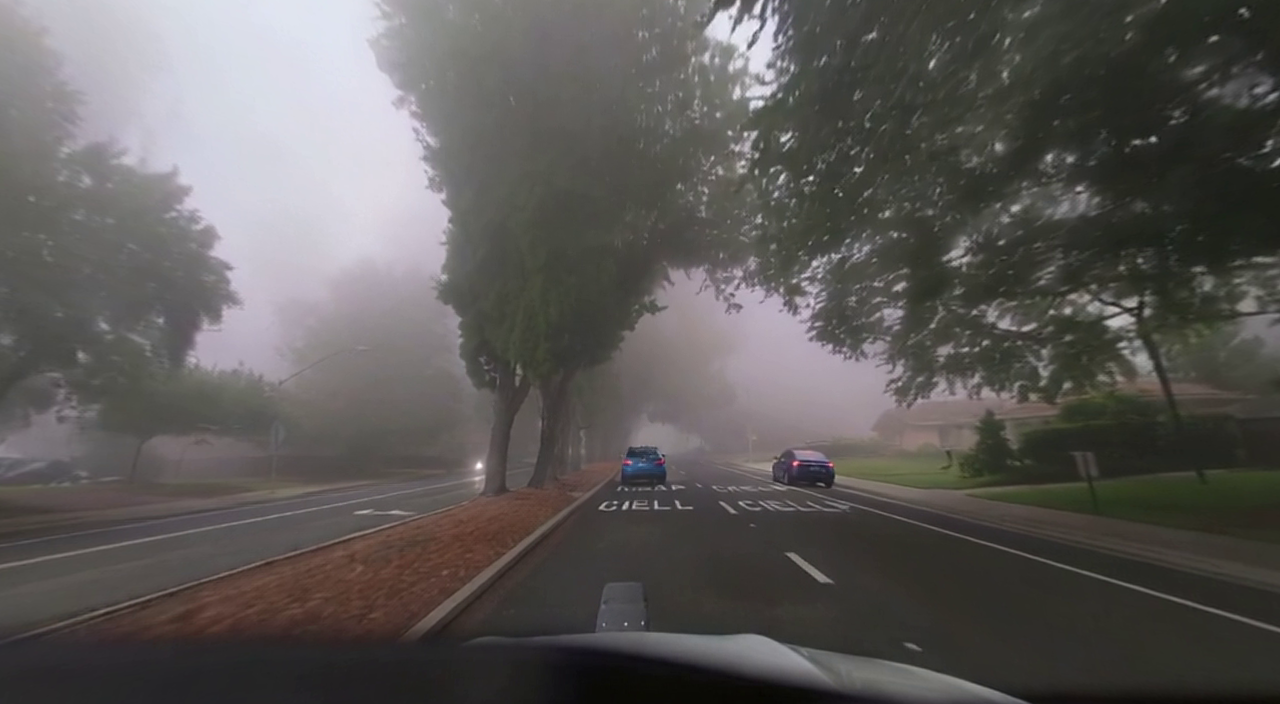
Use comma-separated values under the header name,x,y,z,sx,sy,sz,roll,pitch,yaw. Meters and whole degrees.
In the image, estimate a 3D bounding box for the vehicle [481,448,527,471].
name,x,y,z,sx,sy,sz,roll,pitch,yaw
vehicle,-9.178,7.303,42.919,2.030,1.468,4.469,-1,-9,2

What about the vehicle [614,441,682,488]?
name,x,y,z,sx,sy,sz,roll,pitch,yaw
vehicle,0.257,3.953,22.495,2.158,1.469,4.909,0,-9,0

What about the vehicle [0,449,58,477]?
name,x,y,z,sx,sy,sz,roll,pitch,yaw
vehicle,-39.112,6.886,39.155,1.858,1.621,3.767,-2,-9,12
